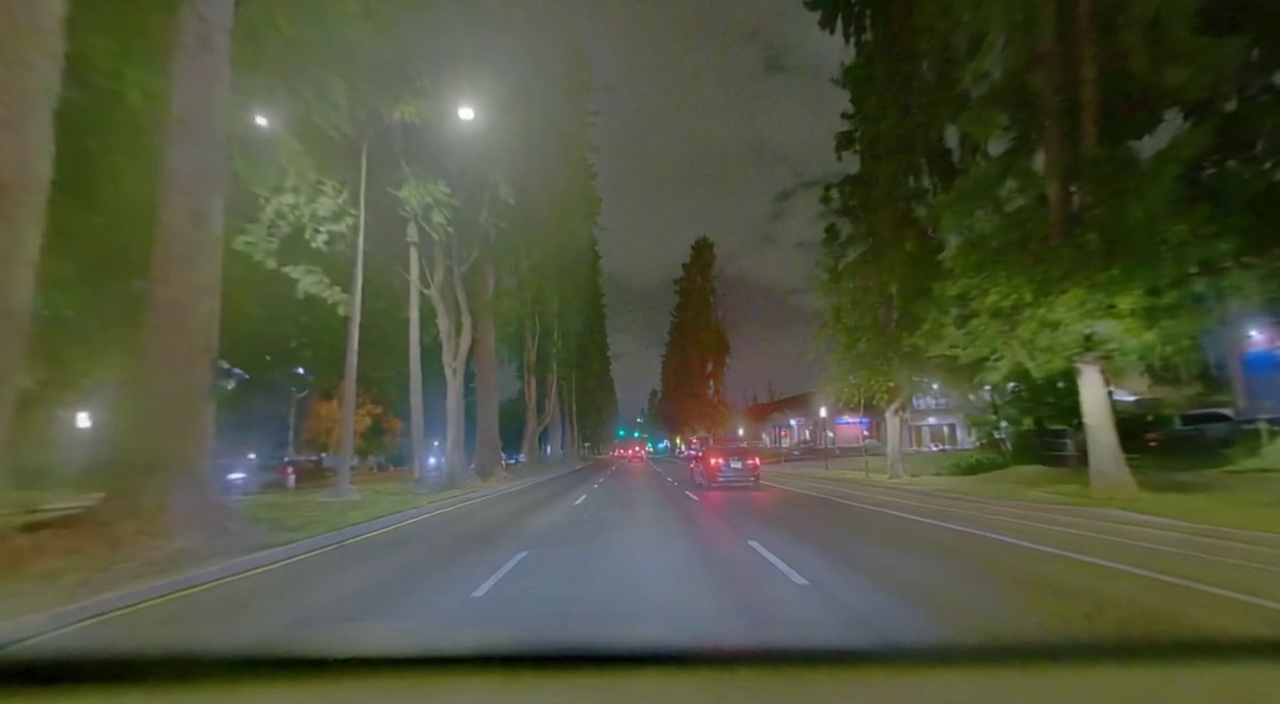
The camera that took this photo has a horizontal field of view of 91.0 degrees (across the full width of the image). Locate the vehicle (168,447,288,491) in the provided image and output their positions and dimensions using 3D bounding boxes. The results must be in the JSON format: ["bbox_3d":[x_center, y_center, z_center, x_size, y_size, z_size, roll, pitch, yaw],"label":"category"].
[{"bbox_3d":[-17.606,4.998,27.237,2.097,1.691,4.569,0,-9,0],"label":"vehicle"}]

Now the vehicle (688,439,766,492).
[{"bbox_3d":[2.909,3.923,22.048,2.022,1.656,4.025,0,-9,-2],"label":"vehicle"}]
